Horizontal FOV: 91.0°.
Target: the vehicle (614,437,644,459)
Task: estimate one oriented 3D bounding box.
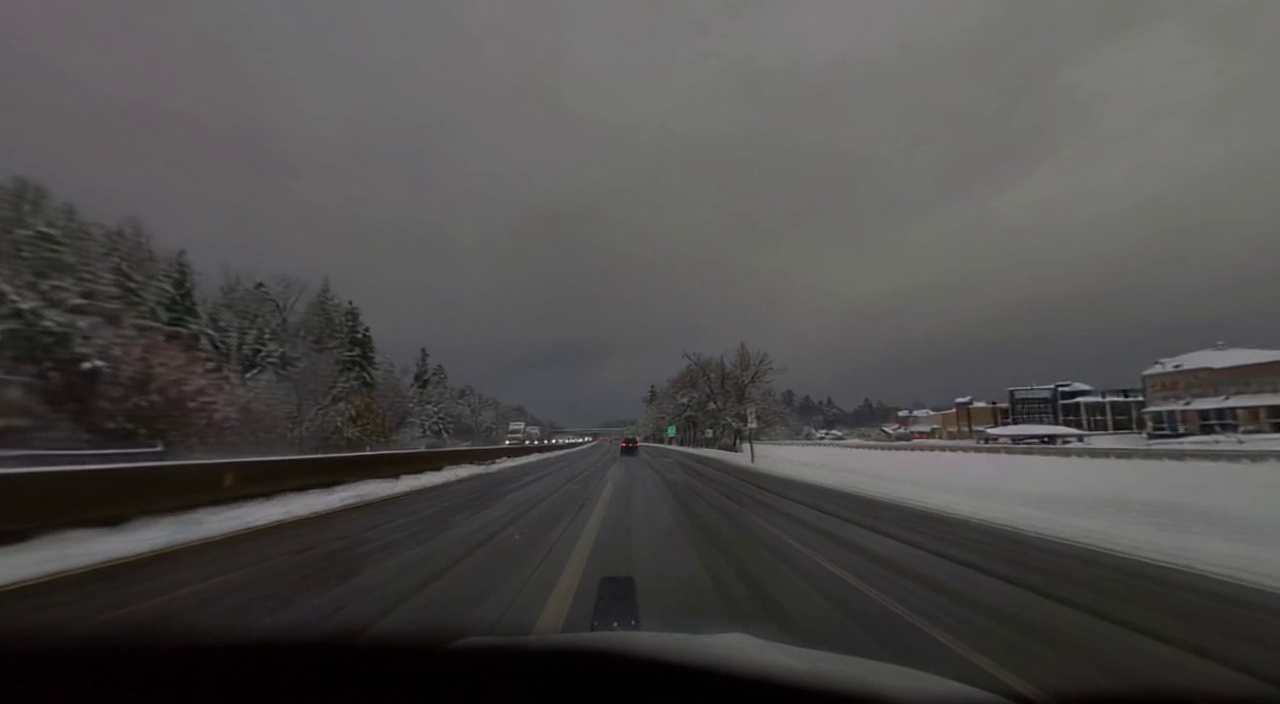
[{"bbox_3d":[-0.856,7.044,46.085,2.099,1.504,3.843,0,-8,-2],"label":"vehicle"}]

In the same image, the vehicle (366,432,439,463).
[{"bbox_3d":[-12.380,5.007,33.166,2.005,1.497,4.746,-1,-8,0],"label":"vehicle"}]
